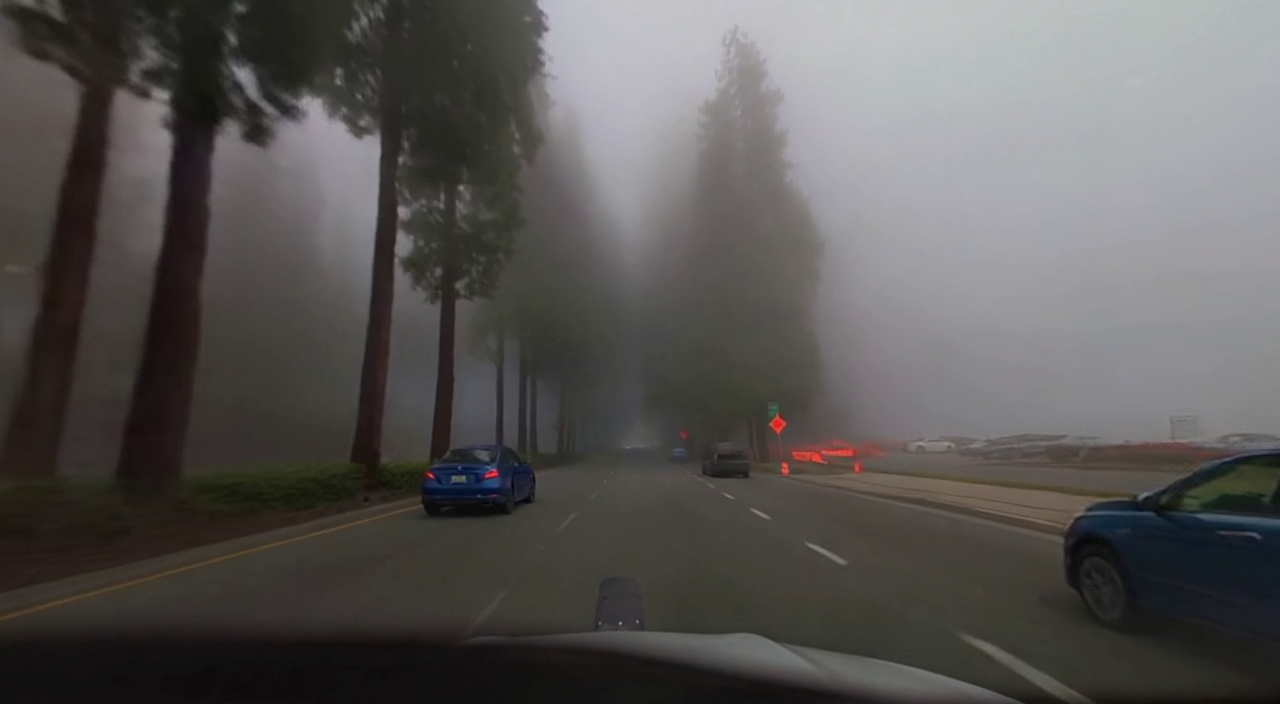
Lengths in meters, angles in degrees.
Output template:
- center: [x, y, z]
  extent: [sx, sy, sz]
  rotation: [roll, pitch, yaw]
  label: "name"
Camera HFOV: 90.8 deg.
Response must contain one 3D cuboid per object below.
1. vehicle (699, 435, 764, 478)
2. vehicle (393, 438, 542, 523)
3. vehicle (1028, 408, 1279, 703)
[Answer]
- center: [4.116, 4.802, 29.191]
  extent: [2.159, 1.793, 4.735]
  rotation: [0, -9, -1]
  label: "vehicle"
- center: [-3.373, 2.586, 13.291]
  extent: [2.020, 1.474, 4.098]
  rotation: [0, -9, -1]
  label: "vehicle"
- center: [4.099, 1.039, 3.193]
  extent: [1.827, 1.491, 3.743]
  rotation: [0, -9, -1]
  label: "vehicle"
